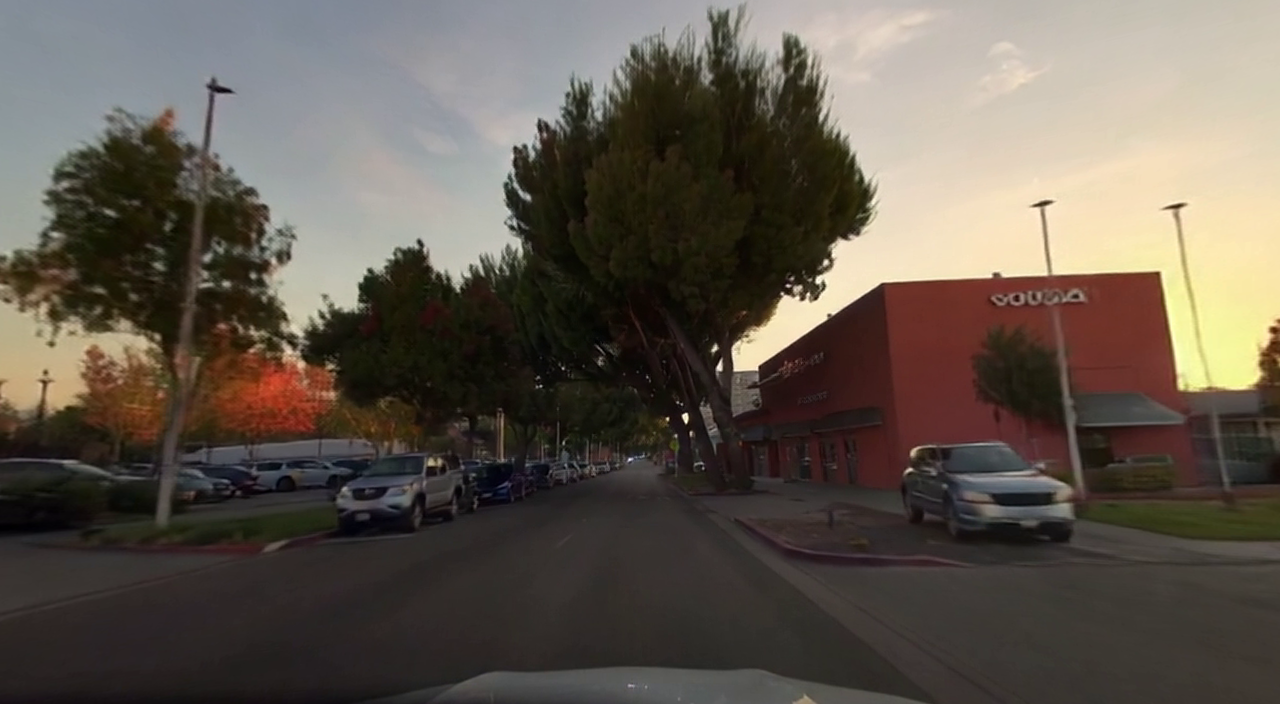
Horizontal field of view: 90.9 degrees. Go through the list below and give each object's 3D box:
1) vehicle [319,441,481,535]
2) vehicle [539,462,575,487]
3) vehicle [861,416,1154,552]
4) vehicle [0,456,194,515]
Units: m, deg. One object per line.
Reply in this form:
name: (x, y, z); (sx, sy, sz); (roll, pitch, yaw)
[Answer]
vehicle: (-5.871, 3.437, 16.400); (2.196, 2.001, 5.548); (1, -10, -2)
vehicle: (-5.651, 8.429, 43.542); (1.832, 1.623, 4.424); (0, -10, 0)
vehicle: (5.717, 2.171, 10.755); (2.054, 1.779, 4.650); (1, -10, -2)
vehicle: (-16.606, 4.042, 19.259); (4.368, 1.645, 1.950); (0, -10, 1)
